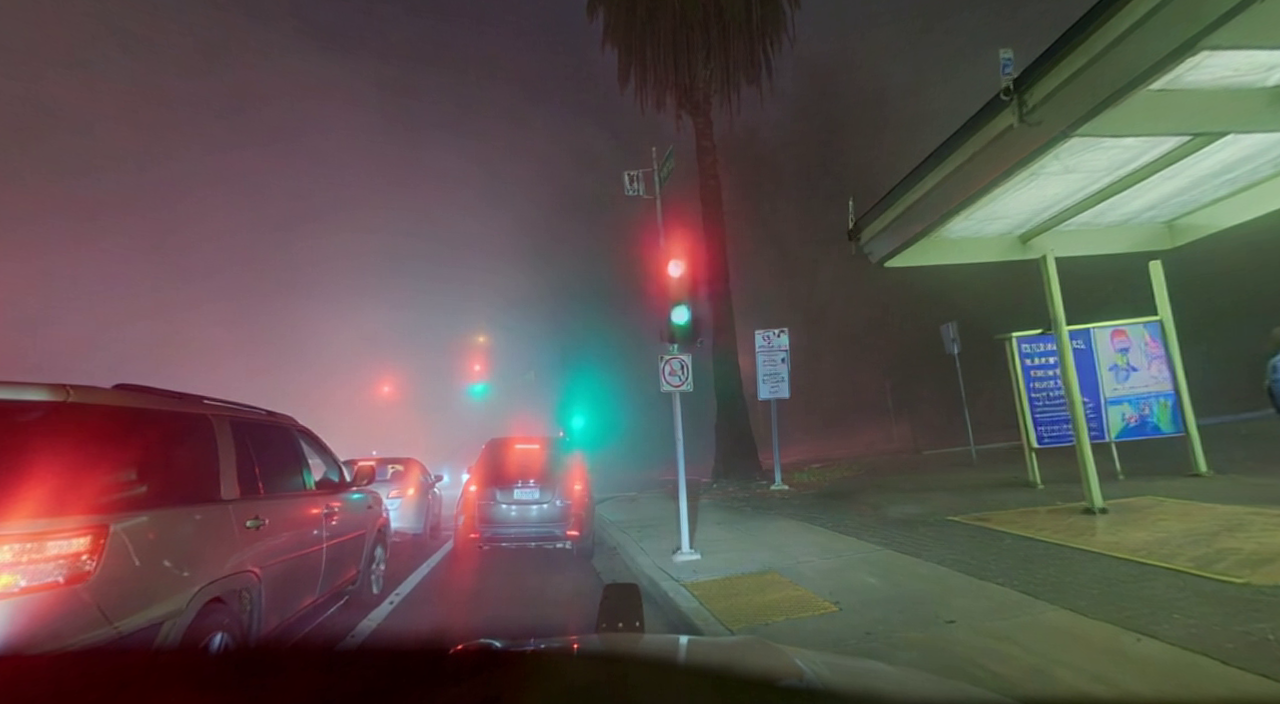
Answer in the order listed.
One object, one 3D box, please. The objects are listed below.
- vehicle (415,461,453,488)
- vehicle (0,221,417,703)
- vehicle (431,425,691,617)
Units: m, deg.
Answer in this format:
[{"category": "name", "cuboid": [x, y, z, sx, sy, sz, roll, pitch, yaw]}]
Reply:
[{"category": "vehicle", "cuboid": [-14.624, 8.683, 44.984, 1.964, 1.642, 4.085, 1, -9, -10]}, {"category": "vehicle", "cuboid": [-2.765, 0.910, 3.222, 2.098, 1.851, 4.571, 1, -9, -7]}, {"category": "vehicle", "cuboid": [-1.015, 1.652, 7.236, 2.065, 1.467, 4.289, 2, -9, -11]}]
